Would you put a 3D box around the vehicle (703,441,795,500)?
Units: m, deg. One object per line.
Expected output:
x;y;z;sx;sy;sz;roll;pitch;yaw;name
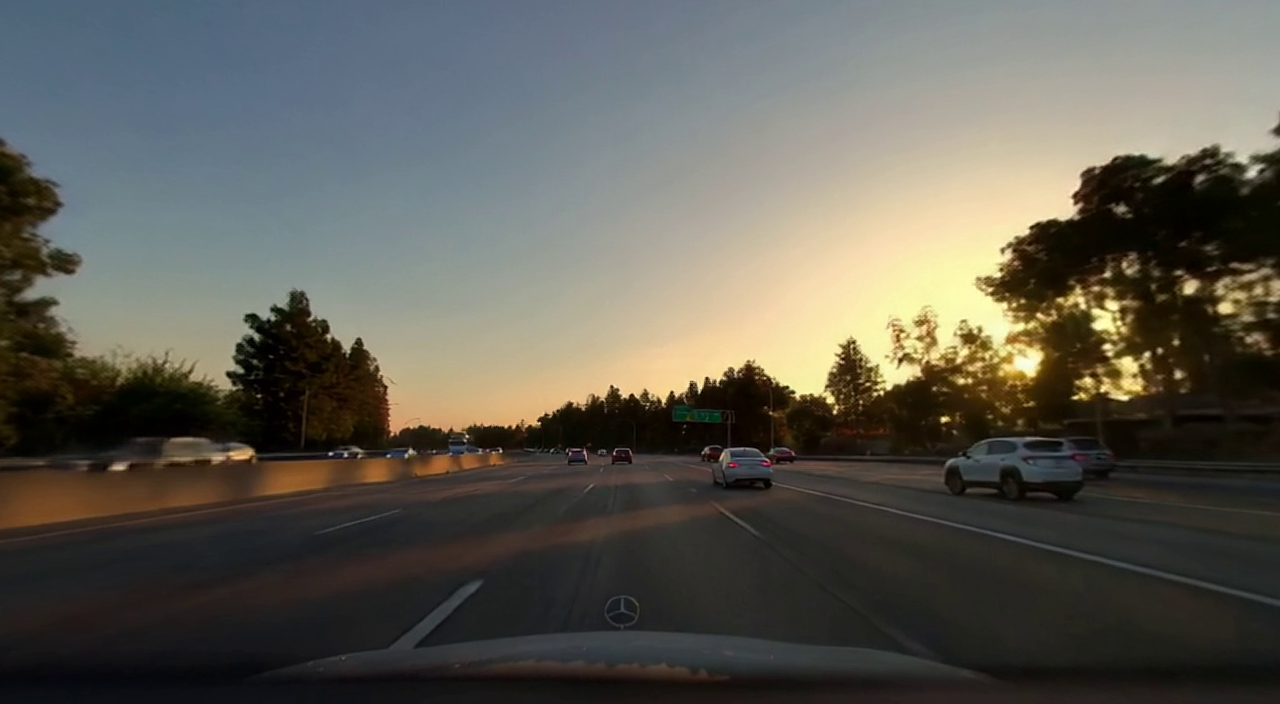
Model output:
3.116;3.505;18.857;1.975;1.562;3.823;0;-9;-1;vehicle

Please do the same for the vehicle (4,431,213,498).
-16.976;3.635;20.656;2.148;1.902;5.385;0;-9;-1;vehicle

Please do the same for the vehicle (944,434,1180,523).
9.034;2.751;14.153;1.909;1.634;4.739;0;-9;-1;vehicle
